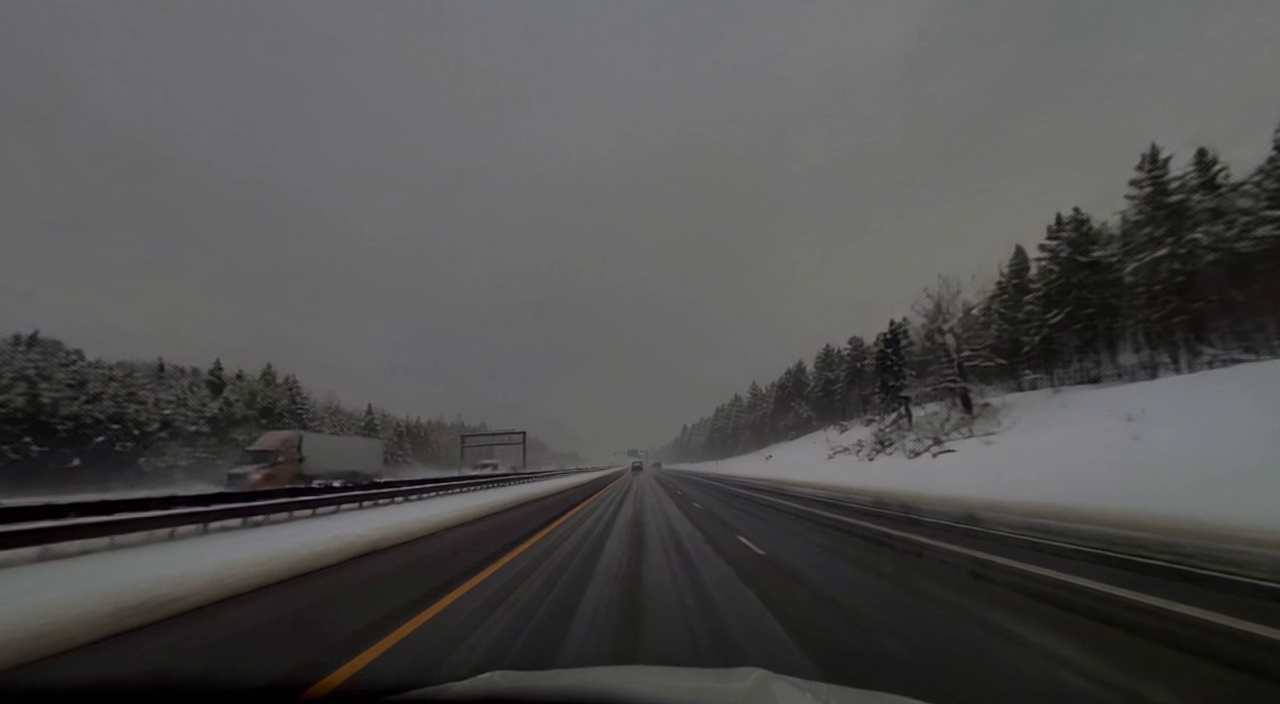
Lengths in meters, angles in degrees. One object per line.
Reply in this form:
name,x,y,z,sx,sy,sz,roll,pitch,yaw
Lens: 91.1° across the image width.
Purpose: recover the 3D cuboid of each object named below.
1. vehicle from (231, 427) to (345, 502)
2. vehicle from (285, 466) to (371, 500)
vehicle,-20.657,6.705,37.399,2.993,4.003,6.139,1,-10,-1
vehicle,-16.213,6.812,32.939,2.087,1.602,4.557,1,-10,0
